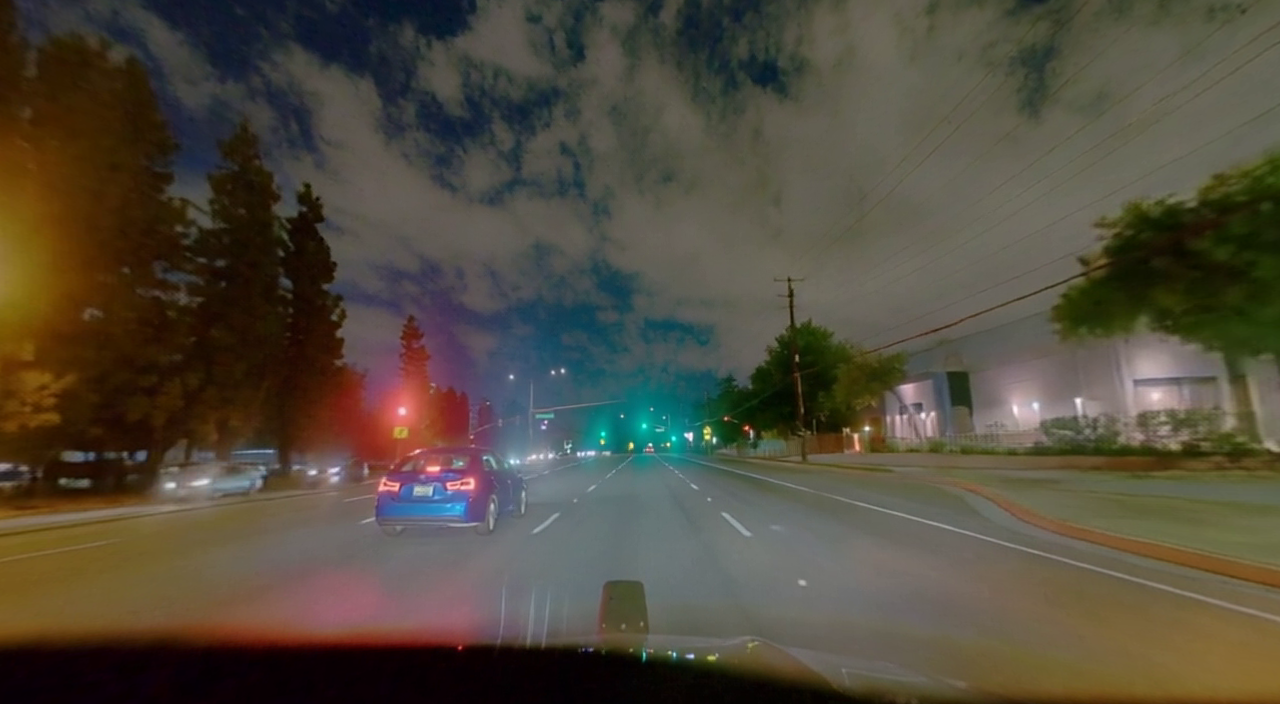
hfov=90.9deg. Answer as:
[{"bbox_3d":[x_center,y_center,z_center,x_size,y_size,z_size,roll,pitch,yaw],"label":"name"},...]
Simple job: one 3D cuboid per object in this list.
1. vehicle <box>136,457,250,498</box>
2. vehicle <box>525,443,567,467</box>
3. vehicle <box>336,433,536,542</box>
[{"bbox_3d":[-21.618,6.046,30.785,1.960,1.718,4.826,0,-9,1],"label":"vehicle"},{"bbox_3d":[-6.341,6.999,43.039,2.027,1.501,4.707,0,-9,1],"label":"vehicle"},{"bbox_3d":[-3.183,2.214,10.951,1.924,1.480,4.421,0,-9,1],"label":"vehicle"}]
